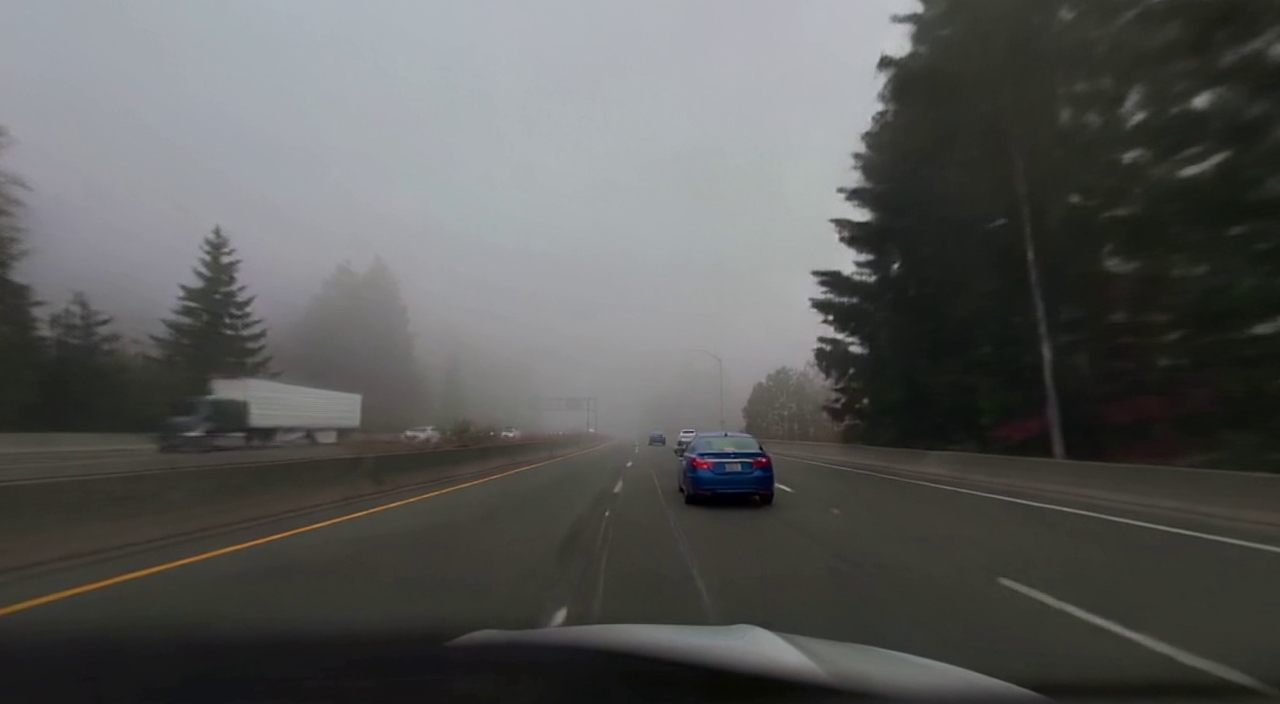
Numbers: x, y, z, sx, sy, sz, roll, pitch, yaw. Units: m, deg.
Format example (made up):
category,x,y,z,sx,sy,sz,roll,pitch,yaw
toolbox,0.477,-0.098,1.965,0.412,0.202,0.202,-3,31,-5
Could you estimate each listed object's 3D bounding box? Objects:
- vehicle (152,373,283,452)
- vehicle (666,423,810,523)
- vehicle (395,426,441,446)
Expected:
category,x,y,z,sx,sy,sz,roll,pitch,yaw
vehicle,-23.091,3.430,34.911,2.981,4.002,5.893,0,-8,1
vehicle,1.520,2.053,11.393,1.977,1.443,4.225,0,-8,1
vehicle,-16.616,6.315,47.381,1.875,1.454,4.252,0,-8,1
